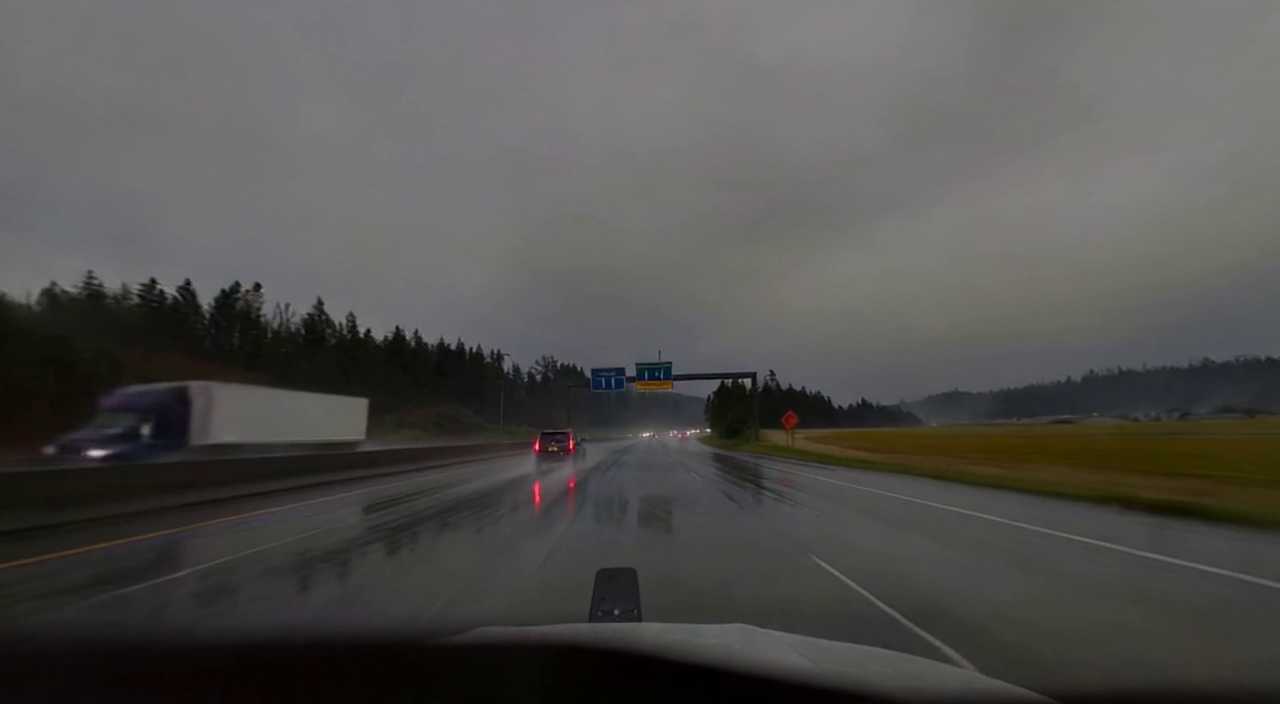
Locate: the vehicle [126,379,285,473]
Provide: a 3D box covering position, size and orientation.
[{"bbox_3d":[-20.728,3.643,30.679,3.131,4.064,6.177,0,-8,0],"label":"vehicle"}]

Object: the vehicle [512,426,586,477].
[{"bbox_3d":[-3.174,3.559,22.830,2.084,1.654,4.080,0,-8,0],"label":"vehicle"}]
